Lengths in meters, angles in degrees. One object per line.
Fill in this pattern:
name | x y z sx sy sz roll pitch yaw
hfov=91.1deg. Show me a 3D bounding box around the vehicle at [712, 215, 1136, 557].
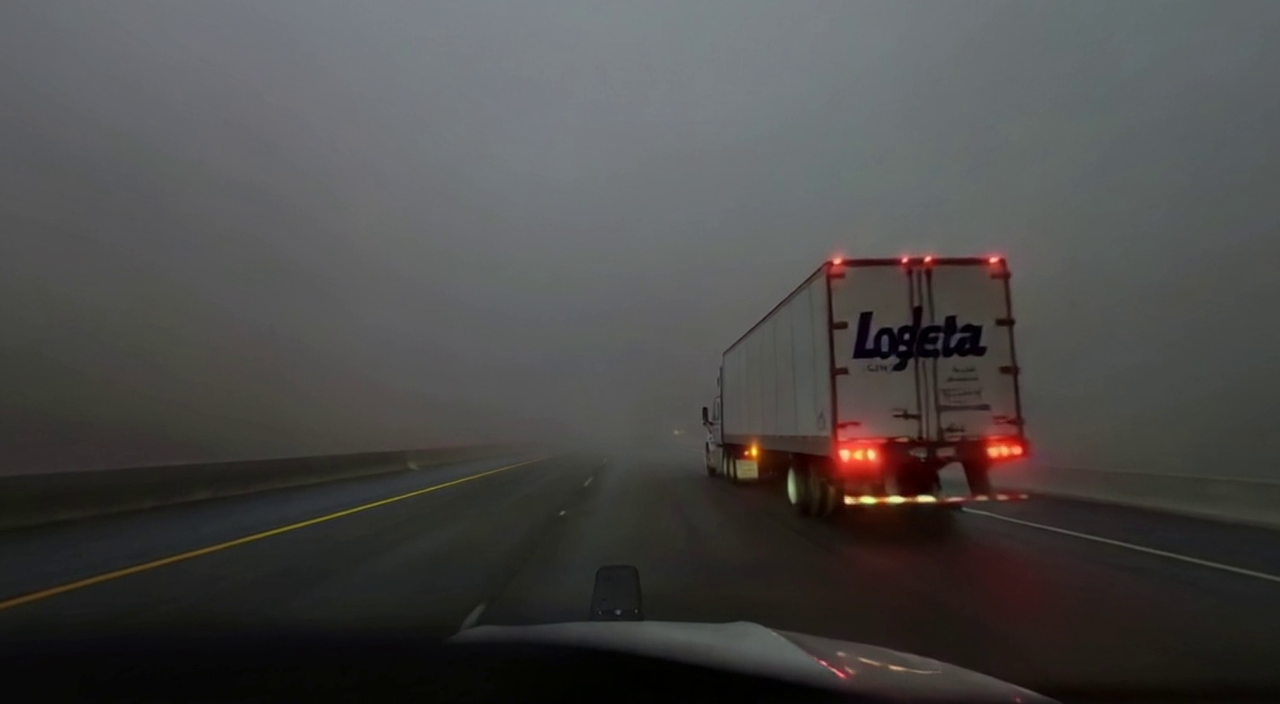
vehicle | 4.052 1.270 14.284 2.920 4.029 13.900 0 -8 -1
